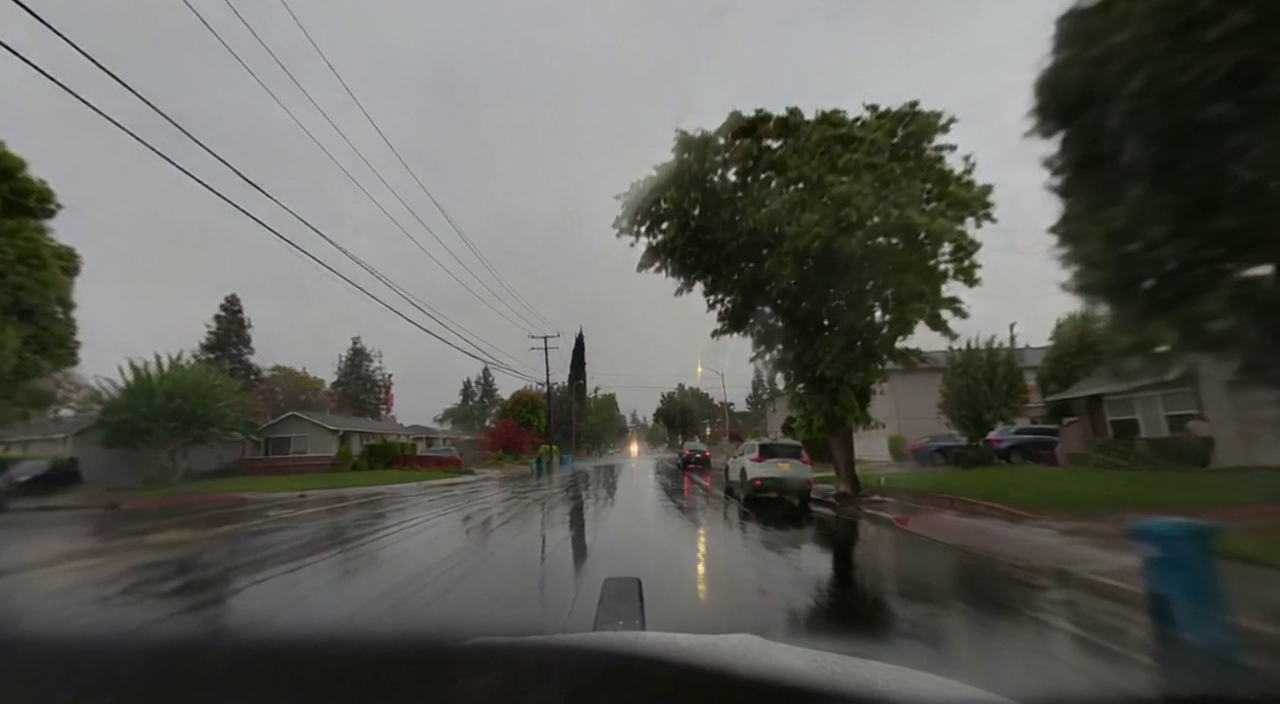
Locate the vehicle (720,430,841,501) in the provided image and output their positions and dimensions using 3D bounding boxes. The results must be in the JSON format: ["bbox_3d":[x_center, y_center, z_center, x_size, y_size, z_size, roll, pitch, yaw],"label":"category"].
[{"bbox_3d":[3.706,3.094,17.633,2.134,1.720,4.515,0,-9,-3],"label":"vehicle"}]

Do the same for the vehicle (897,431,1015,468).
[{"bbox_3d":[13.808,4.274,27.794,4.116,1.435,1.920,-2,-8,1],"label":"vehicle"}]

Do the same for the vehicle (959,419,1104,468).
[{"bbox_3d":[15.314,3.590,24.894,4.283,1.660,2.035,-3,-7,0],"label":"vehicle"}]

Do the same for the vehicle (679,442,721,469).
[{"bbox_3d":[3.533,6.151,37.774,2.012,1.531,4.557,0,-9,-1],"label":"vehicle"}]
